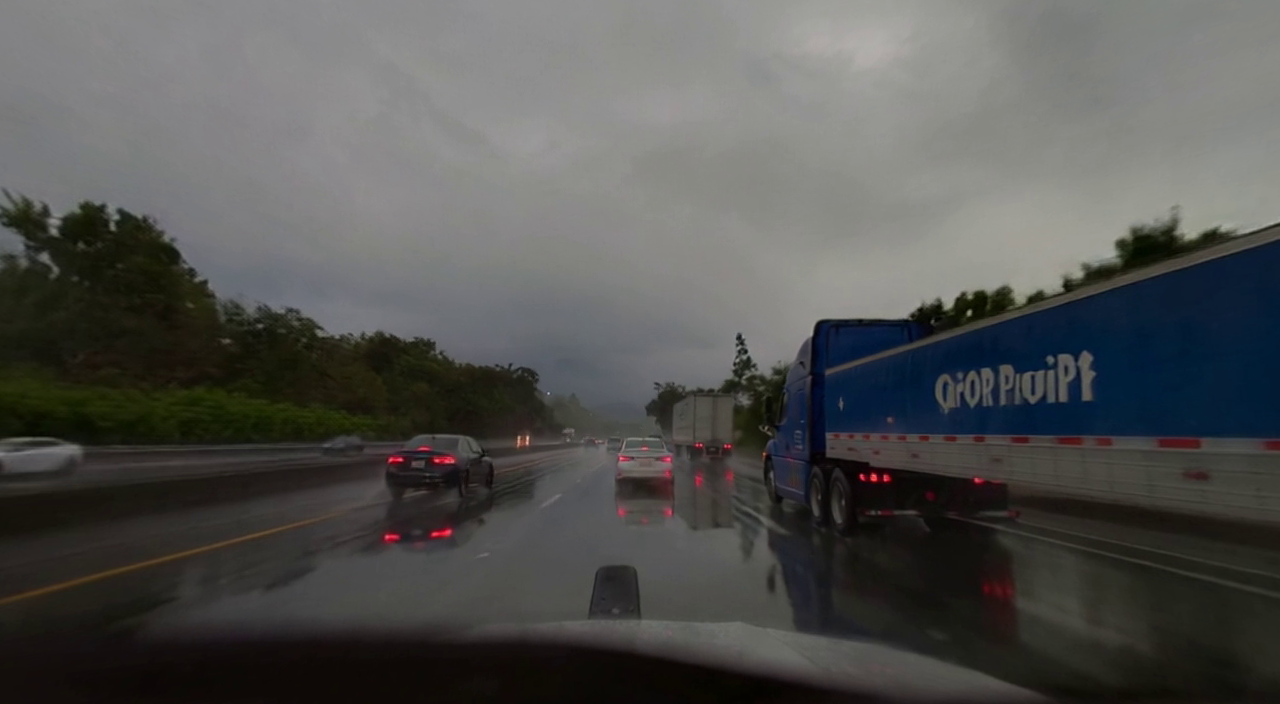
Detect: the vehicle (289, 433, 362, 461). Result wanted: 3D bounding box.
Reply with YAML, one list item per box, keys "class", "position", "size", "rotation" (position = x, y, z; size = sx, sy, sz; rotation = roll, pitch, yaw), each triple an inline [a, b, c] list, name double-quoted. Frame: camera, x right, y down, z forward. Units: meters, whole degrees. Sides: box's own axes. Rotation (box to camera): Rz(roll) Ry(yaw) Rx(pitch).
- class: "vehicle"
  position: [-18.035, 5.424, 36.374]
  size: [1.817, 1.495, 4.331]
  rotation: [0, -8, 2]

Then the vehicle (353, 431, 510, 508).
- class: "vehicle"
  position: [-4.445, 2.548, 14.283]
  size: [2.048, 1.452, 4.430]
  rotation: [0, -8, 0]

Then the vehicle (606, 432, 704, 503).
- class: "vehicle"
  position: [0.308, 2.620, 14.814]
  size: [2.021, 1.435, 3.611]
  rotation: [0, -8, 0]

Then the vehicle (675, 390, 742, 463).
- class: "vehicle"
  position: [4.212, 5.092, 42.130]
  size: [2.869, 4.067, 13.731]
  rotation: [0, -8, 0]

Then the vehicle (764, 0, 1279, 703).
- class: "vehicle"
  position: [4.237, 0.190, 6.532]
  size: [2.816, 4.070, 14.136]
  rotation: [0, -8, -1]
